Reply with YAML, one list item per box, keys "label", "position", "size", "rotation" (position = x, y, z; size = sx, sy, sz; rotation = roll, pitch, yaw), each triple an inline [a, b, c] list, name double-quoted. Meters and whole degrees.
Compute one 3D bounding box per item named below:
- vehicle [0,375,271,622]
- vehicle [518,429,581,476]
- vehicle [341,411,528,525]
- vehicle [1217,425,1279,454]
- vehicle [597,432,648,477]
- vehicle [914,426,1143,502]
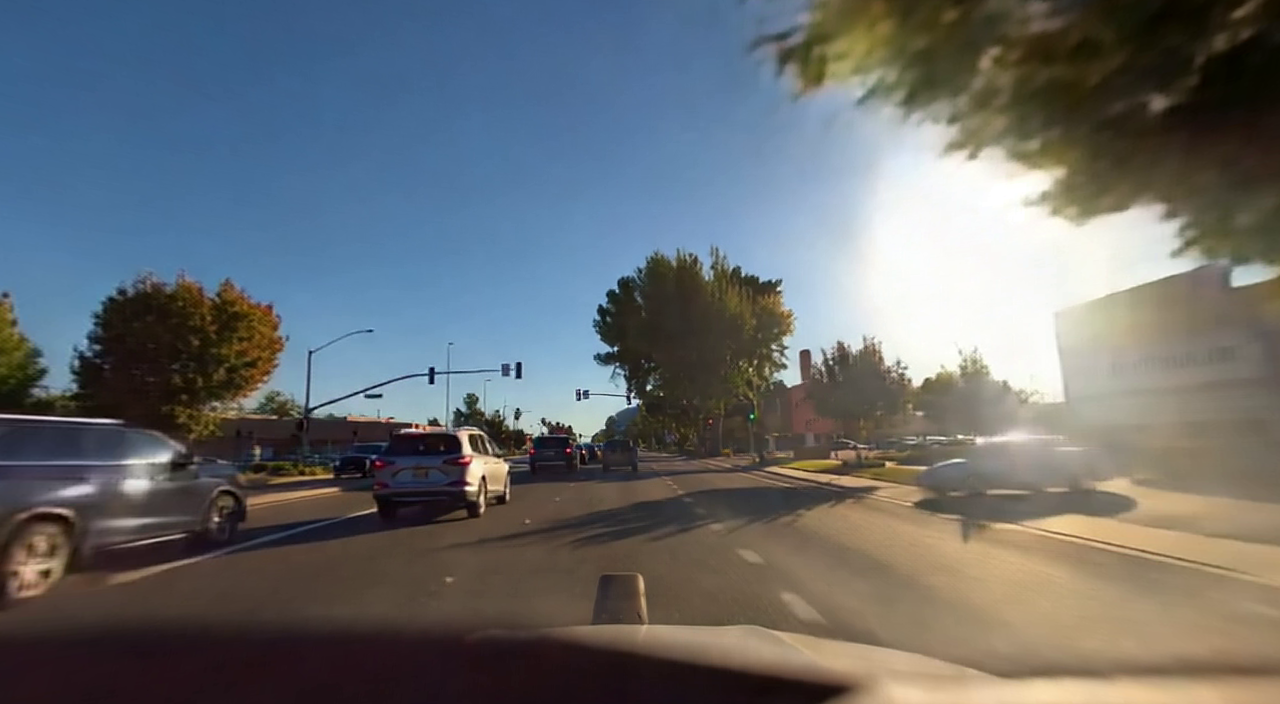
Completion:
- label: "vehicle"
  position: [-5.924, 1.316, 6.217]
  size: [2.093, 1.803, 4.668]
  rotation: [0, -8, -6]
- label: "vehicle"
  position: [-4.153, 4.749, 30.111]
  size: [2.252, 1.999, 5.605]
  rotation: [0, -8, -1]
- label: "vehicle"
  position: [-3.873, 2.291, 13.074]
  size: [2.159, 1.877, 4.925]
  rotation: [0, -8, 1]
- label: "vehicle"
  position: [32.346, 4.408, 31.923]
  size: [4.438, 1.423, 1.897]
  rotation: [0, -8, 0]
- label: "vehicle"
  position: [-0.761, 4.505, 27.937]
  size: [2.061, 1.809, 4.141]
  rotation: [0, -8, -1]
- label: "vehicle"
  position: [9.813, 2.798, 16.157]
  size: [4.734, 1.726, 2.039]
  rotation: [1, -8, -11]
